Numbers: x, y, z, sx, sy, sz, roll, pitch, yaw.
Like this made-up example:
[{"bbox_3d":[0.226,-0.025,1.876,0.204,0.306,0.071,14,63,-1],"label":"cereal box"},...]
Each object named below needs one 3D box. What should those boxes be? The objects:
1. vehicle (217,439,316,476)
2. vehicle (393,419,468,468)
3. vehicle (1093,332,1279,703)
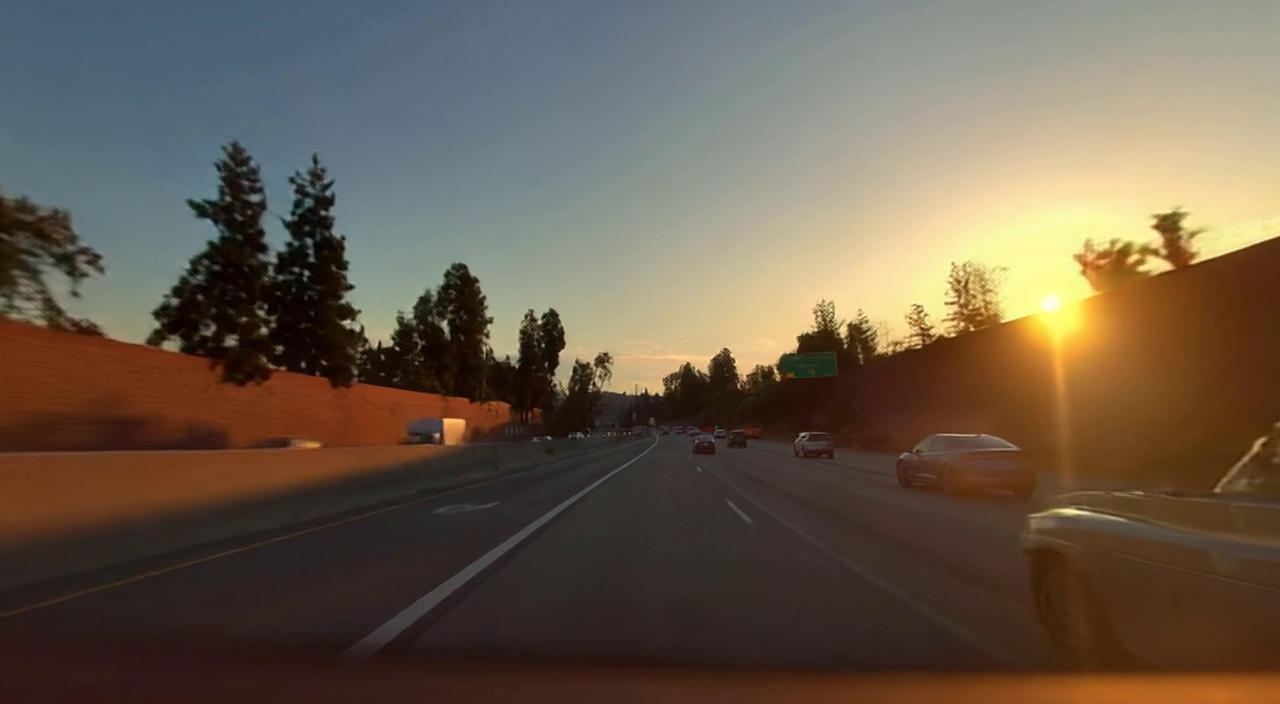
[{"bbox_3d":[-17.802,5.037,30.366,1.984,1.635,4.627,0,-8,-1],"label":"vehicle"},{"bbox_3d":[-12.655,5.634,38.648,2.503,2.743,5.712,0,-8,1],"label":"vehicle"},{"bbox_3d":[3.829,0.617,1.405,2.190,1.783,4.637,0,-8,1],"label":"vehicle"}]
